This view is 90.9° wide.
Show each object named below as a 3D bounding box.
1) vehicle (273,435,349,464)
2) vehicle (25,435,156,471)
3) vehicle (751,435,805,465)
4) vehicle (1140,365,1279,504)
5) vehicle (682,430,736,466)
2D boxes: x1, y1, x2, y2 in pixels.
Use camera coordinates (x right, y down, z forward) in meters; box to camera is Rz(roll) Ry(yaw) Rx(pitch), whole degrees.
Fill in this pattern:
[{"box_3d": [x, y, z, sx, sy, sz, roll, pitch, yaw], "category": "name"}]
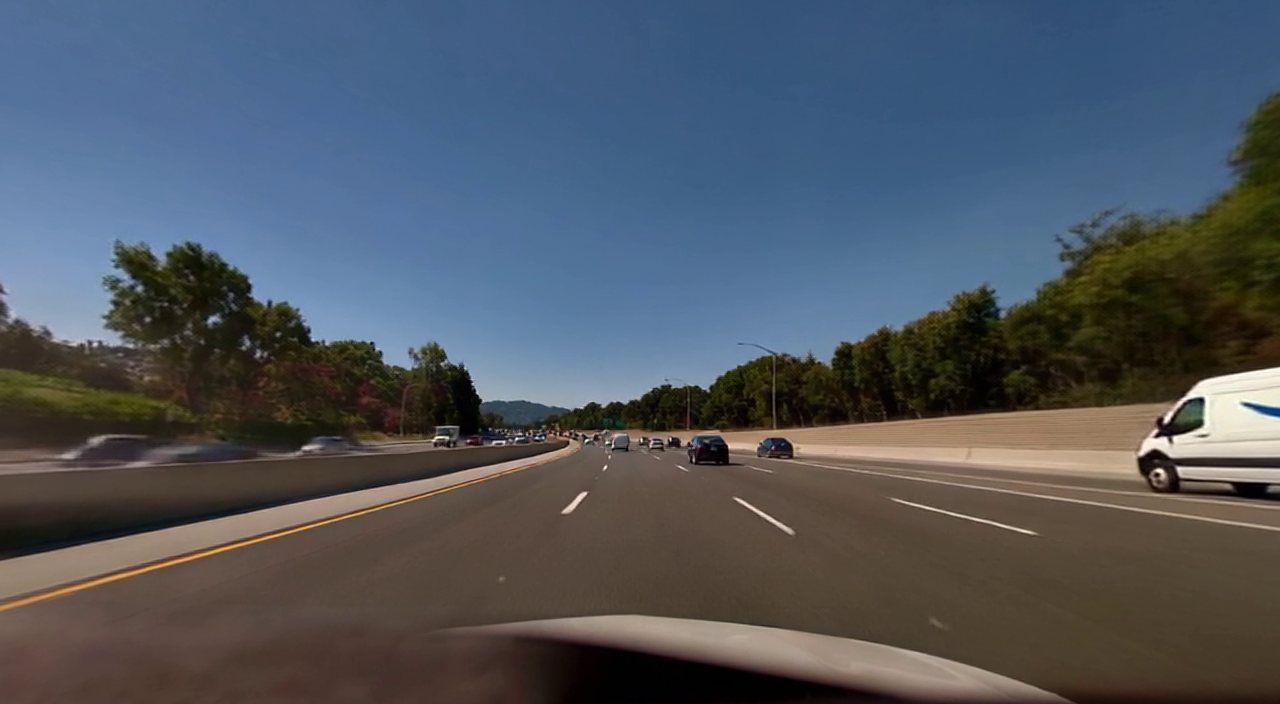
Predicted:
[{"box_3d": [-17.841, 5.300, 34.465, 1.851, 1.457, 4.369, 0, -8, -1], "category": "vehicle"}, {"box_3d": [-25.345, 4.661, 29.358, 1.927, 1.488, 4.649, 0, -8, -1], "category": "vehicle"}, {"box_3d": [7.208, 5.184, 33.361, 1.798, 1.473, 4.077, 0, -8, -2], "category": "vehicle"}, {"box_3d": [14.203, 1.646, 12.723, 2.274, 2.802, 6.802, 0, -8, -3], "category": "vehicle"}, {"box_3d": [3.554, 5.010, 33.116, 2.141, 1.732, 4.279, 0, -8, -3], "category": "vehicle"}]
